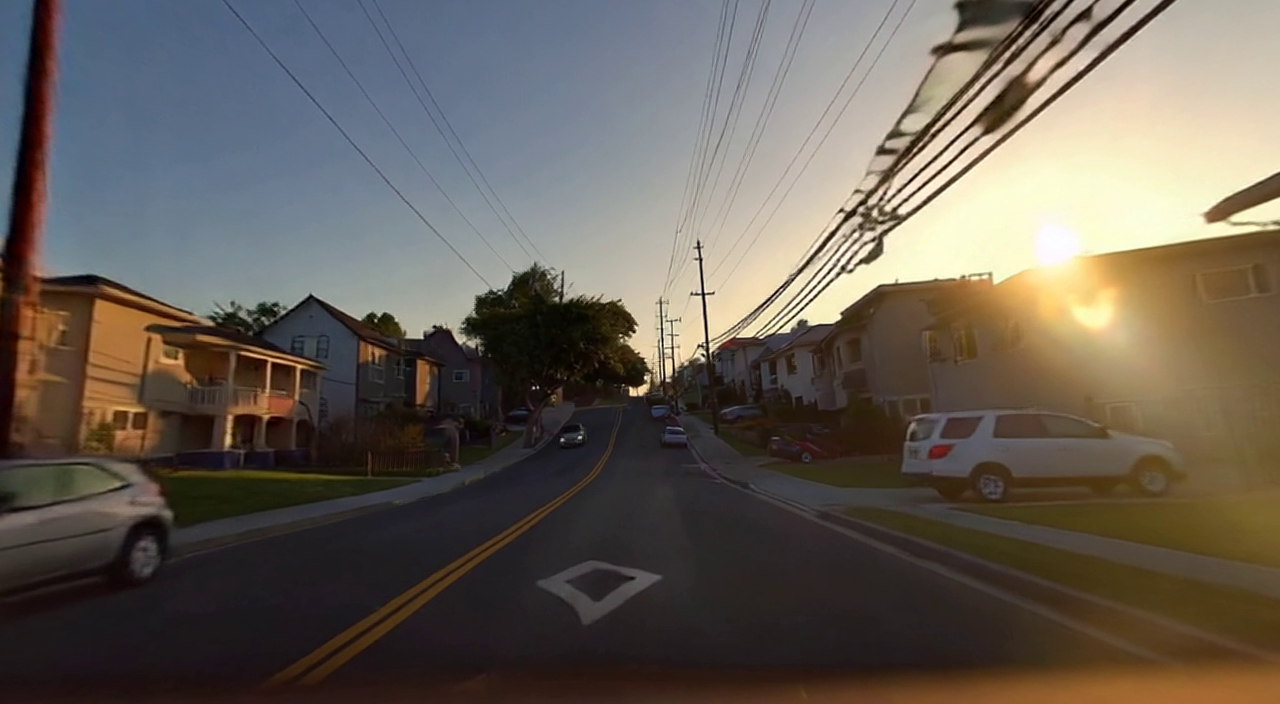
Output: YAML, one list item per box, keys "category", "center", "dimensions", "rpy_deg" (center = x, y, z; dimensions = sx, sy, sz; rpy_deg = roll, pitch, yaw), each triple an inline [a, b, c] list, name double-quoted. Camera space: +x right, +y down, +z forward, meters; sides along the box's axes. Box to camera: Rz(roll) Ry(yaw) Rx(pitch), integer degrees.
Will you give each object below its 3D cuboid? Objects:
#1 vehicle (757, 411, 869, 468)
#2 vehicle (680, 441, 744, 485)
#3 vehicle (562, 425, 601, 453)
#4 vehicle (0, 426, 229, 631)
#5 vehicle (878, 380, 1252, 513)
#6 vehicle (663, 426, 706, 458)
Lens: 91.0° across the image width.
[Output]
- category: "vehicle"
  center: [7.799, 3.997, 28.697]
  dimensions: [4.286, 2.044, 1.913]
  rpy_deg: [-6, -9, -1]
- category: "vehicle"
  center: [2.694, 4.264, 24.430]
  dimensions: [2.063, 1.503, 4.415]
  rpy_deg: [-1, -9, 1]
- category: "vehicle"
  center: [-3.965, 5.966, 43.305]
  dimensions: [2.096, 1.542, 4.481]
  rpy_deg: [-1, -4, 1]
- category: "vehicle"
  center: [-6.699, 1.742, 6.289]
  dimensions: [2.156, 1.764, 4.410]
  rpy_deg: [-3, -11, 0]
- category: "vehicle"
  center: [7.855, 1.821, 12.162]
  dimensions: [5.512, 1.846, 2.115]
  rpy_deg: [-5, -9, 1]
- category: "vehicle"
  center: [2.688, 5.576, 39.329]
  dimensions: [2.211, 1.860, 4.813]
  rpy_deg: [0, -7, -1]
